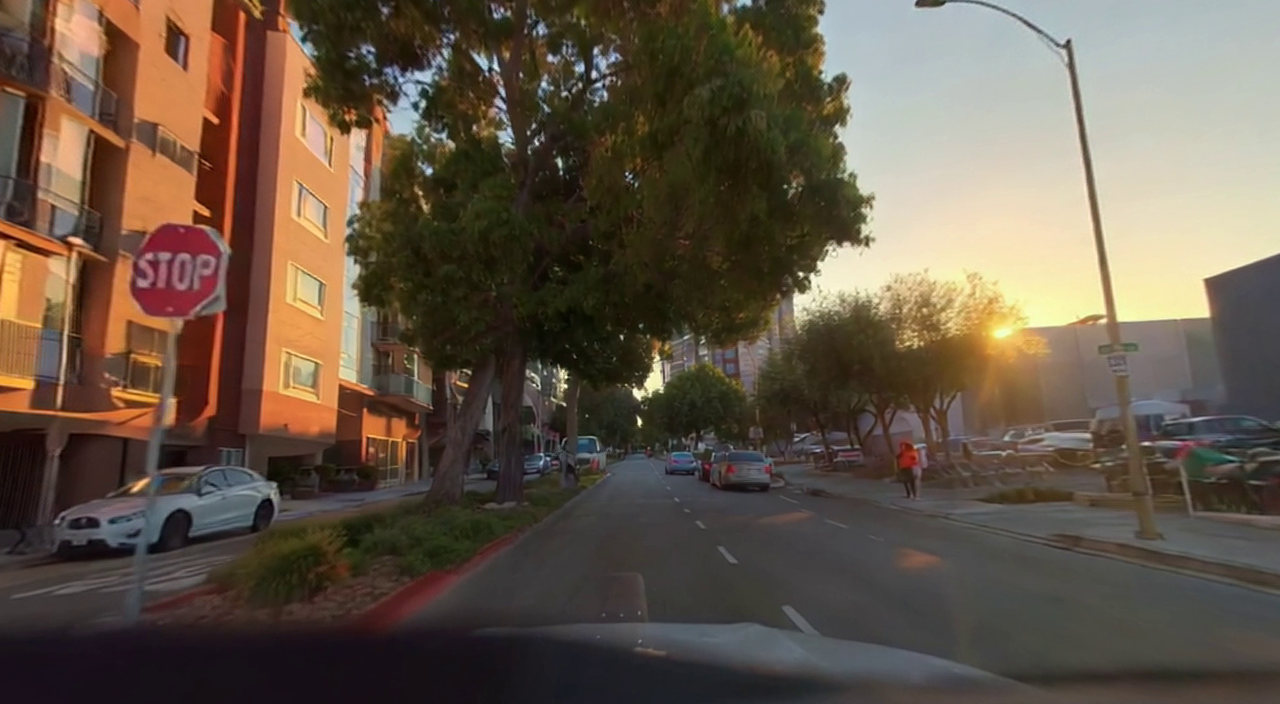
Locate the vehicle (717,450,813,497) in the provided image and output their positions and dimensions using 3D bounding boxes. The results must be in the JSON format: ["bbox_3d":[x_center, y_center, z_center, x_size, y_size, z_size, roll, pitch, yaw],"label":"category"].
[{"bbox_3d":[4.600,4.279,22.744,1.858,1.491,4.329,-5,-10,33],"label":"vehicle"}]

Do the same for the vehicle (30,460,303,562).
[{"bbox_3d":[-8.739,2.923,12.319,2.007,1.503,4.343,0,-9,-1],"label":"vehicle"}]

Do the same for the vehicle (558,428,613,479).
[{"bbox_3d":[-2.980,5.751,36.058,2.317,2.596,6.053,0,-8,2],"label":"vehicle"}]

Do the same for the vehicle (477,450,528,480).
[{"bbox_3d":[-8.881,7.313,41.213,2.256,1.802,4.333,0,-8,2],"label":"vehicle"}]
